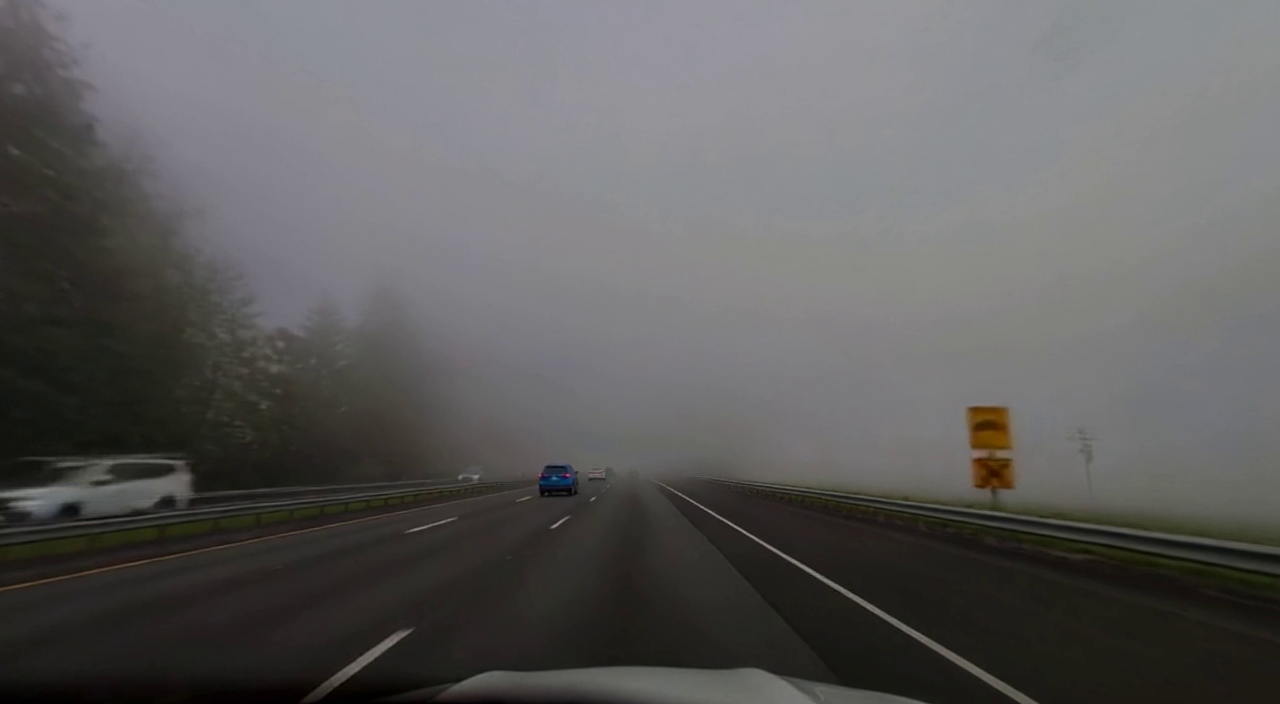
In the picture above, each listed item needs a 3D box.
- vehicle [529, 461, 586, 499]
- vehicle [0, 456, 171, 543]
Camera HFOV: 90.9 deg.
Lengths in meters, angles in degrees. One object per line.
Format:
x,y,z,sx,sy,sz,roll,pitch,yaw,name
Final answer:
-3.768,5.965,29.653,2.068,1.592,4.479,1,-10,0,vehicle
-12.434,2.959,13.033,2.012,1.522,4.405,1,-10,0,vehicle
